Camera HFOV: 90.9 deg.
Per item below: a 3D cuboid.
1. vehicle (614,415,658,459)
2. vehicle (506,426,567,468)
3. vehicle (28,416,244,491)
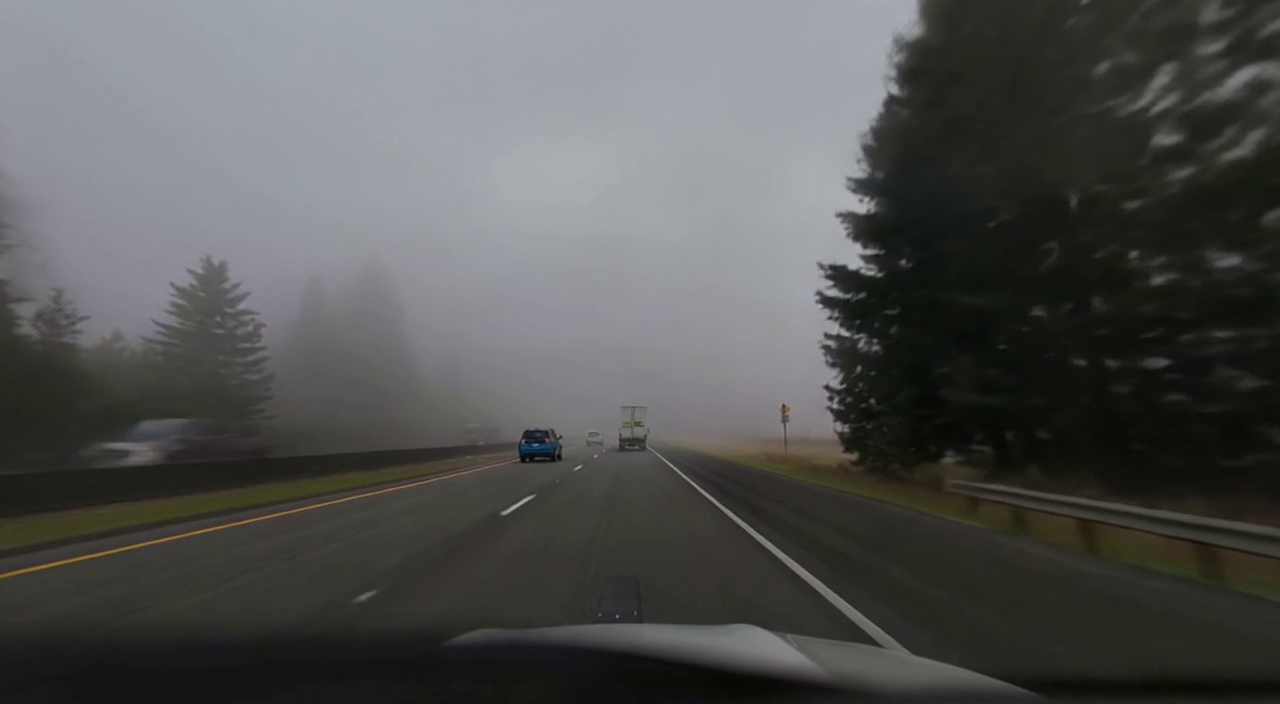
[{"bbox_3d":[-0.299,5.239,39.003,2.526,2.531,5.026,0,-8,-1],"label":"vehicle"},{"bbox_3d":[-4.551,4.236,28.403,2.049,1.726,4.291,0,-8,0],"label":"vehicle"},{"bbox_3d":[-13.219,2.674,17.018,2.137,1.726,4.503,0,-8,-1],"label":"vehicle"}]
